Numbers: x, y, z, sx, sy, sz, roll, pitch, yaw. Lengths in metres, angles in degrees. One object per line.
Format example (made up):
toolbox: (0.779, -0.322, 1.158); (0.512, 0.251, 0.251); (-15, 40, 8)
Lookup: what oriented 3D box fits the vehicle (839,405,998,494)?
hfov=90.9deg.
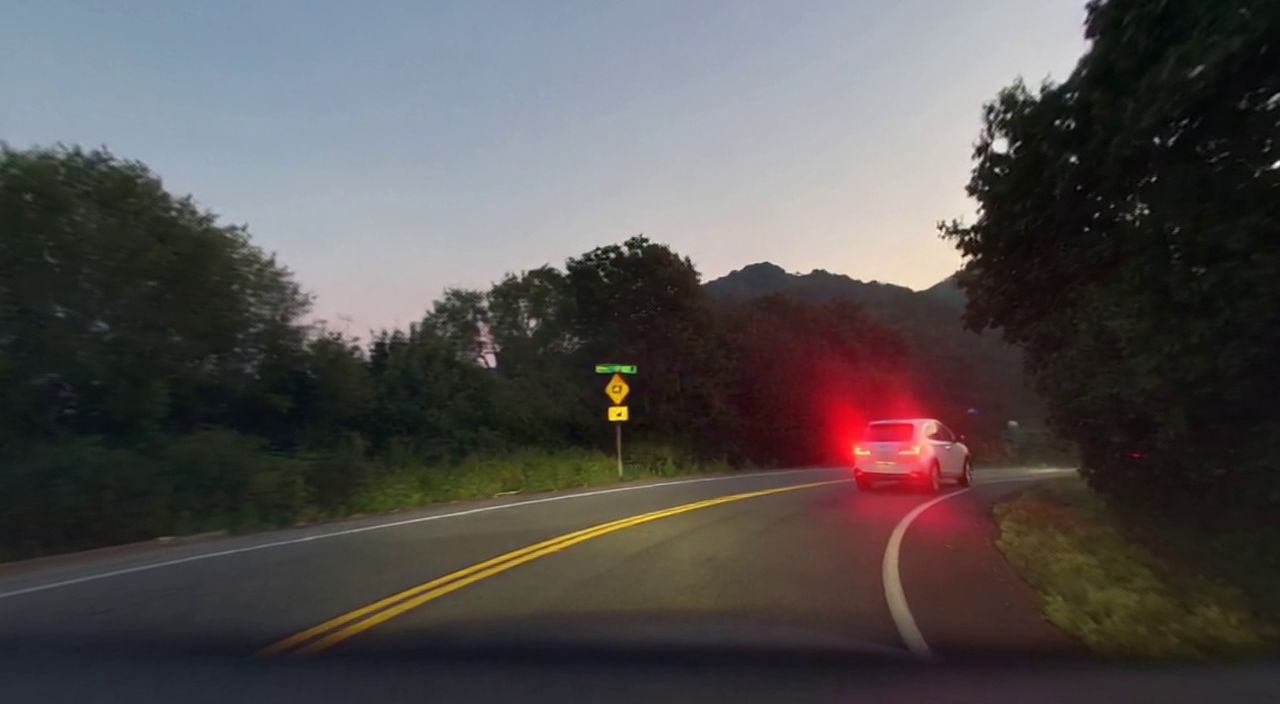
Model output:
vehicle: (7.697, 2.608, 17.026); (2.500, 1.961, 5.637); (-7, -11, 38)
